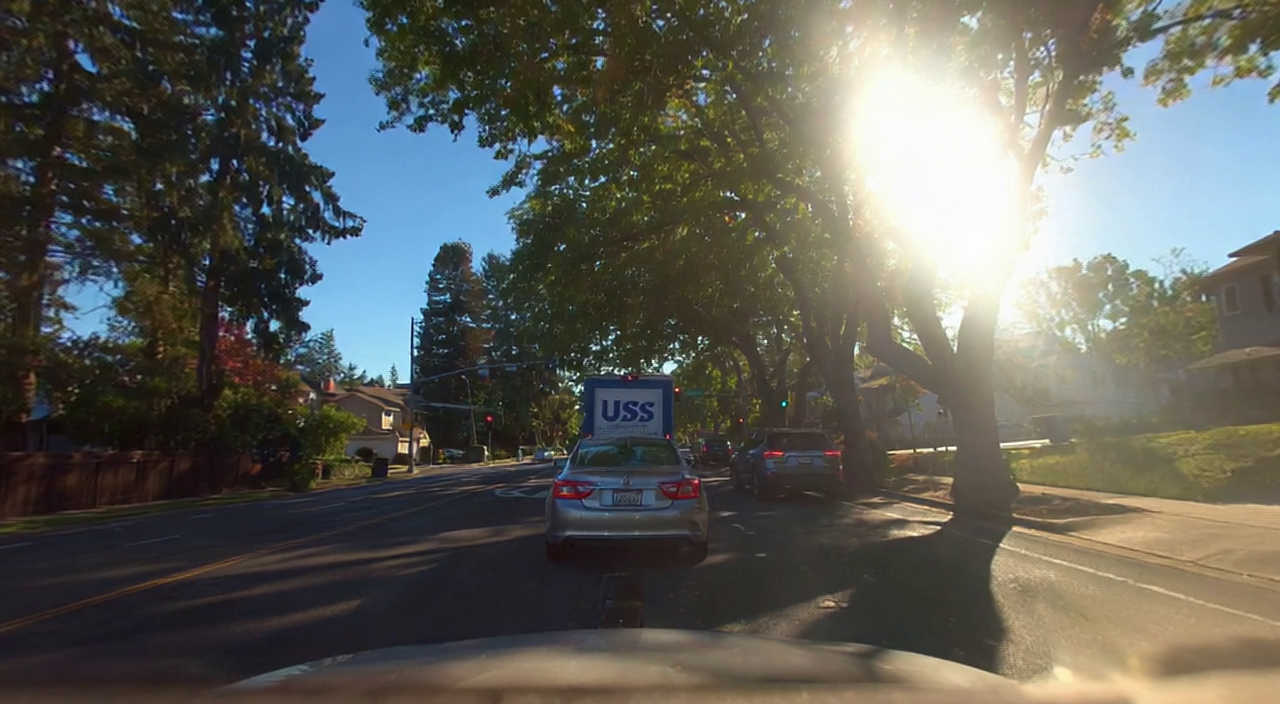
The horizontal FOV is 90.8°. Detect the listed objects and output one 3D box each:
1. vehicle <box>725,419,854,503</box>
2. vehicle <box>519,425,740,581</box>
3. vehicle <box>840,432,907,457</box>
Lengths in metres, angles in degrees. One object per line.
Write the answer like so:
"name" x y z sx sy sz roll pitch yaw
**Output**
"vehicle" 3.625 2.747 16.311 2.145 1.847 4.524 0 -8 -1
"vehicle" -0.149 1.775 8.291 2.135 1.483 4.207 0 -8 -1
"vehicle" 16.704 6.627 45.252 4.033 1.778 2.015 2 -9 -15
